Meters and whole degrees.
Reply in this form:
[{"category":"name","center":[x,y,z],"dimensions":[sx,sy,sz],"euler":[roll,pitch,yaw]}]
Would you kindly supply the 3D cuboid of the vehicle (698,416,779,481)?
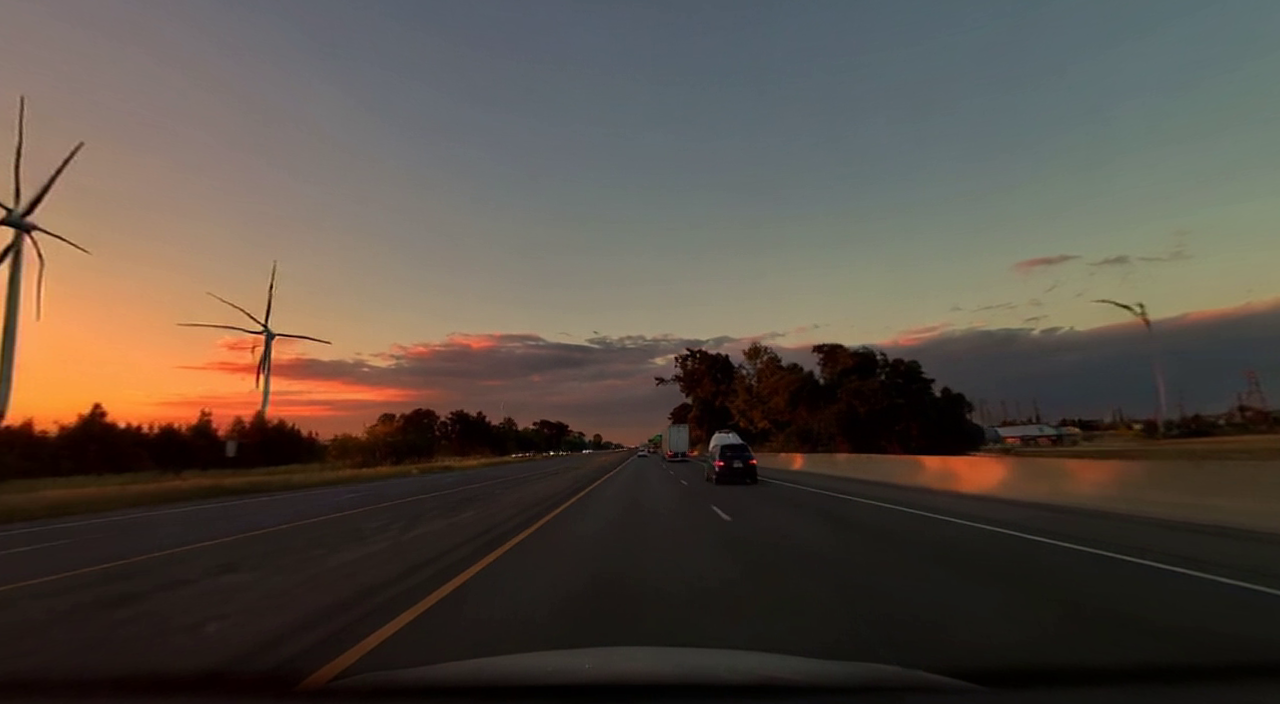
[{"category":"vehicle","center":[4.312,4.422,28.727],"dimensions":[2.609,2.648,5.397],"euler":[0,-9,-2]}]
